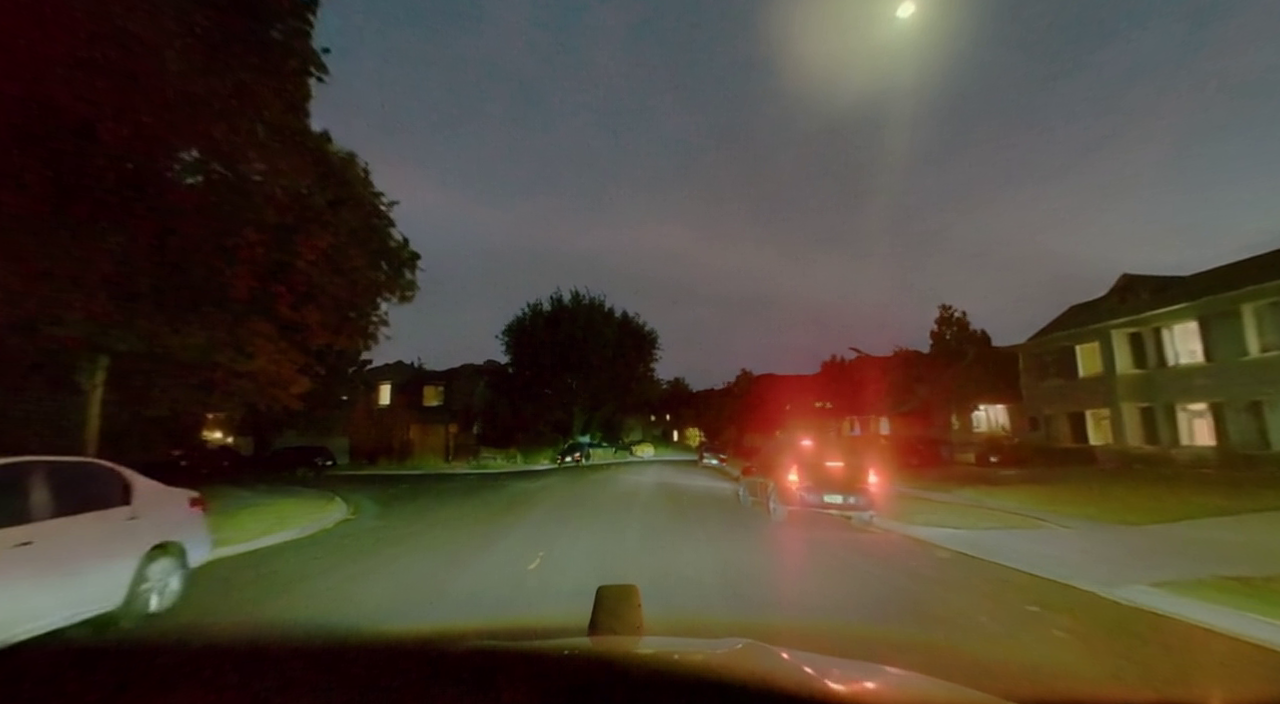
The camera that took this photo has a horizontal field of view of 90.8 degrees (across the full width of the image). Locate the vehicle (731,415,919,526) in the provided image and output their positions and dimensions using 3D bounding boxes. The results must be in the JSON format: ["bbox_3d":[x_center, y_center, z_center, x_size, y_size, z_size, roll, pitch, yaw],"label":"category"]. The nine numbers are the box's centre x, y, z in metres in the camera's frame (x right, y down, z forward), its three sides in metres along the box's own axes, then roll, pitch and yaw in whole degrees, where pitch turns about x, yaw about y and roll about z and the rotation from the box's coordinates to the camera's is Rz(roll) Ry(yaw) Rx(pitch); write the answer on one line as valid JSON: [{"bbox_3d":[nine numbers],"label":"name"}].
[{"bbox_3d":[3.428,2.327,12.968,2.228,1.813,4.901,0,-9,-2],"label":"vehicle"}]

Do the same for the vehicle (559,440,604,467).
[{"bbox_3d":[-4.139,7.254,45.392,2.041,1.762,4.508,-3,-8,11],"label":"vehicle"}]

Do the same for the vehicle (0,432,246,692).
[{"bbox_3d":[-4.690,1.256,3.866,1.981,1.463,4.631,0,-7,-6],"label":"vehicle"}]

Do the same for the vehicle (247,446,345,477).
[{"bbox_3d":[-16.722,5.297,30.789,3.734,1.441,1.756,0,-9,3],"label":"vehicle"}]

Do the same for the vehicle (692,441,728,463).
[{"bbox_3d":[5.594,7.884,49.772,2.075,1.657,4.648,-2,-9,15],"label":"vehicle"}]
